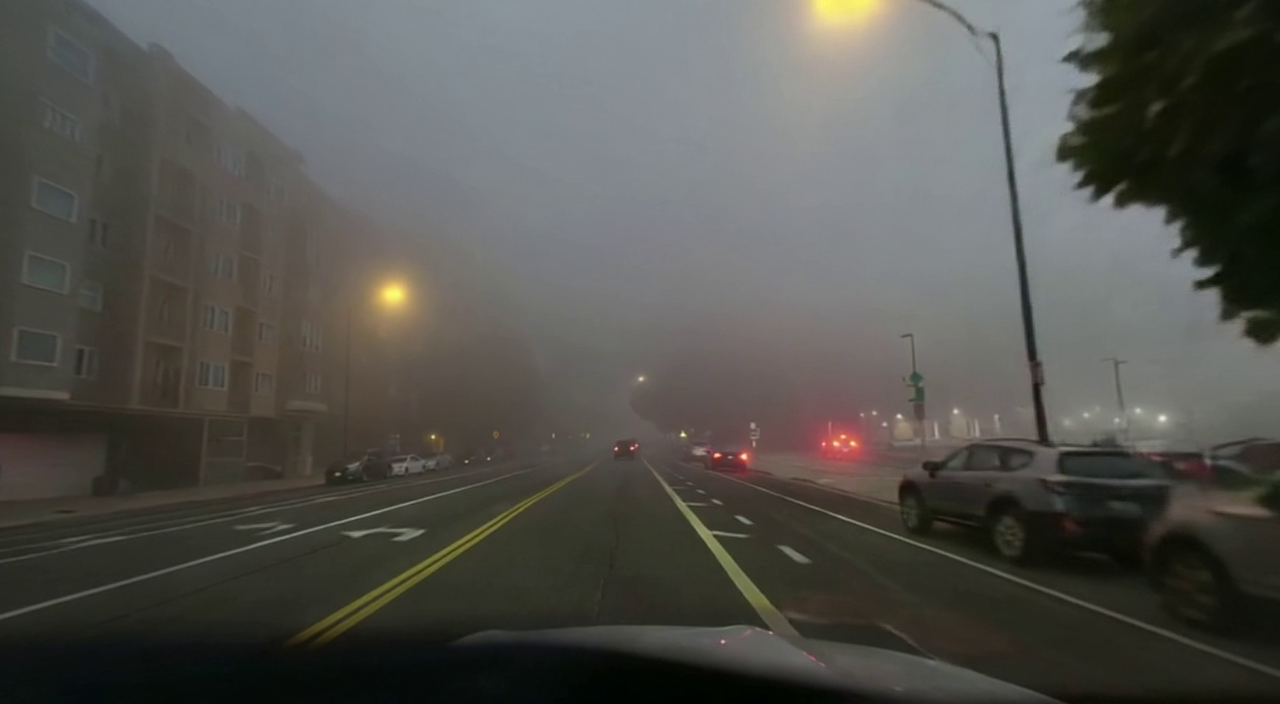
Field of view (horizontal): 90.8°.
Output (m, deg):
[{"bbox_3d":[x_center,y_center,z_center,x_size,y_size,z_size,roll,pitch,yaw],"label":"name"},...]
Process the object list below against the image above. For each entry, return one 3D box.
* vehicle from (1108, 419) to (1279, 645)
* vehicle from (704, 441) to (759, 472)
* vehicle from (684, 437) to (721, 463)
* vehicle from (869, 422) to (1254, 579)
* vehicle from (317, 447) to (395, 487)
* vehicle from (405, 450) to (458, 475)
[{"bbox_3d":[5.143,1.102,3.570,1.797,1.486,4.154,0,-8,0],"label":"vehicle"},{"bbox_3d":[4.618,5.335,32.500,2.085,1.466,4.276,0,-8,-2],"label":"vehicle"},{"bbox_3d":[4.512,7.173,46.348,2.102,1.781,5.470,0,-8,-1],"label":"vehicle"},{"bbox_3d":[5.053,1.817,8.637,2.069,1.538,4.528,0,-8,-1],"label":"vehicle"},{"bbox_3d":[-13.389,5.419,30.089,1.908,1.694,4.306,0,-8,-4],"label":"vehicle"},{"bbox_3d":[-13.605,7.208,41.509,1.889,1.461,4.608,0,-8,0],"label":"vehicle"}]
